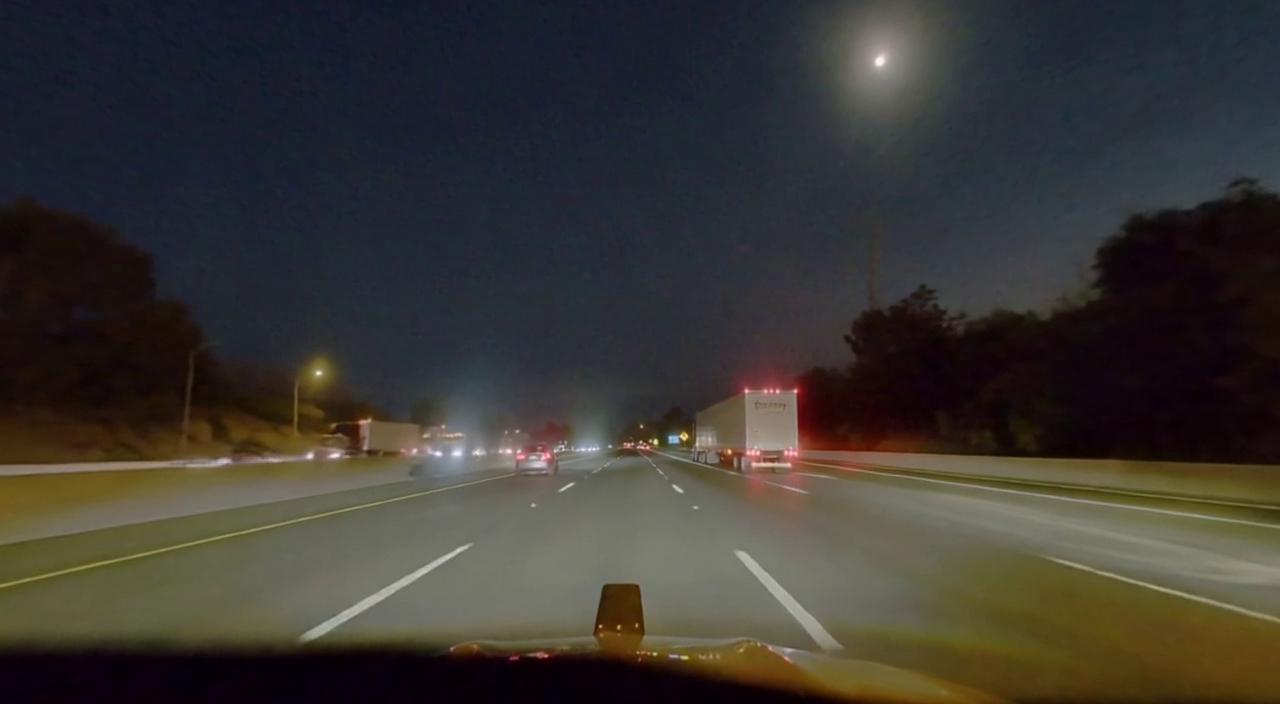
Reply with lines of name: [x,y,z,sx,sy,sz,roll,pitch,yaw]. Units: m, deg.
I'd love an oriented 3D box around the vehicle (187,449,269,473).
vehicle: [-28.800,7.578,44.415,2.120,1.551,5.658,0,-9,-2]

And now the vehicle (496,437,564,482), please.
vehicle: [-4.335,4.338,25.639,2.027,1.651,4.099,0,-9,0]

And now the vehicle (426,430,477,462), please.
vehicle: [-13.780,6.943,46.583,2.215,2.225,4.941,0,-9,0]

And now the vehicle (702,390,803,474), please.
vehicle: [6.375,5.167,39.382,2.919,4.195,15.833,0,-9,-2]
